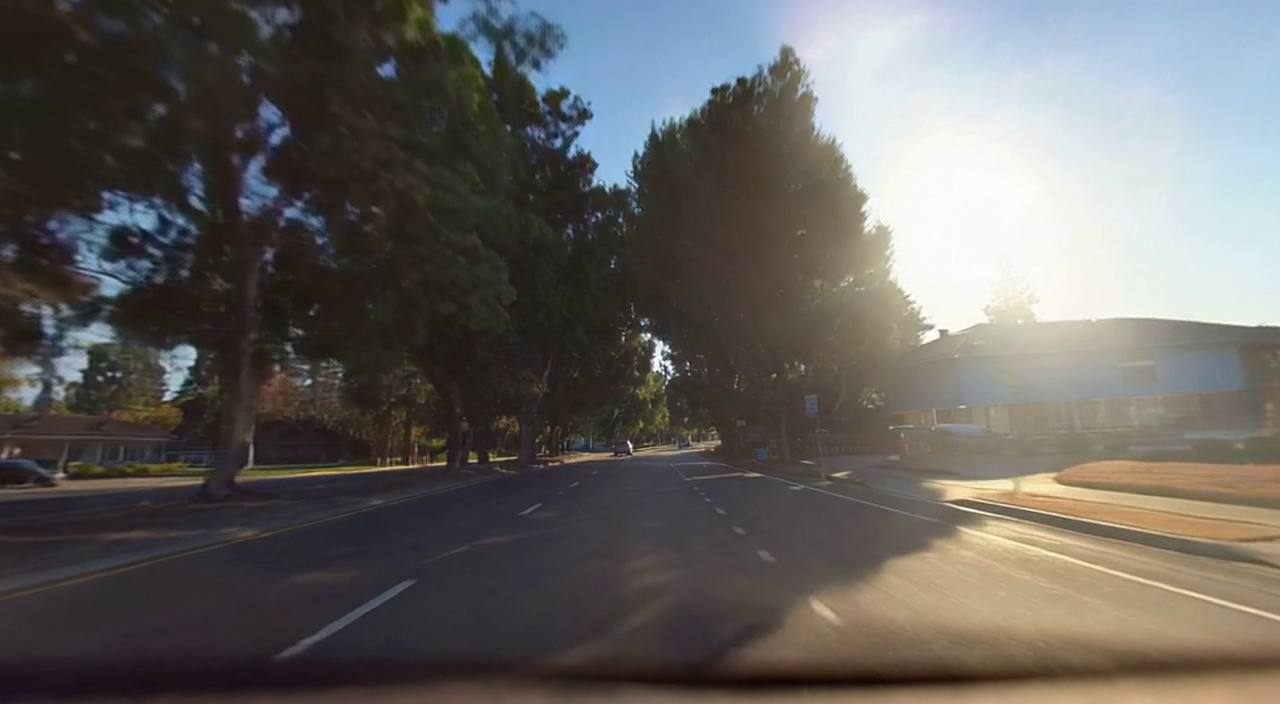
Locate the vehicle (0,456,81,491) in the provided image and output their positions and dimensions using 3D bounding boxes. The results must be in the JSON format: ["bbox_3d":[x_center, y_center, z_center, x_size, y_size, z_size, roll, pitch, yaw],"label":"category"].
[{"bbox_3d":[-34.267,6.745,35.224,2.036,1.754,4.177,-1,-9,1],"label":"vehicle"}]
